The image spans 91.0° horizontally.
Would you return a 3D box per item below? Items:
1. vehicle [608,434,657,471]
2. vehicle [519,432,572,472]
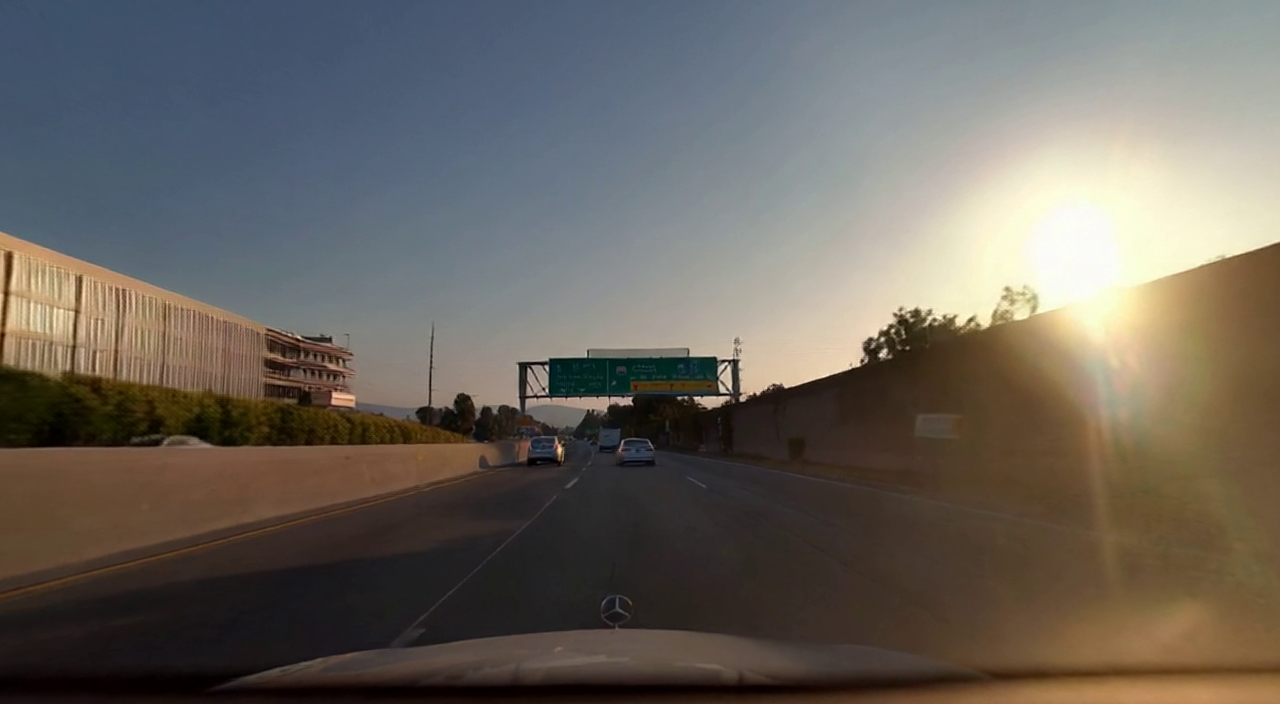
[{"bbox_3d":[-0.422,4.779,30.161,2.078,1.608,3.982,0,-8,-5],"label":"vehicle"},{"bbox_3d":[-4.442,4.770,30.233,2.080,1.733,4.410,0,-8,-3],"label":"vehicle"}]
